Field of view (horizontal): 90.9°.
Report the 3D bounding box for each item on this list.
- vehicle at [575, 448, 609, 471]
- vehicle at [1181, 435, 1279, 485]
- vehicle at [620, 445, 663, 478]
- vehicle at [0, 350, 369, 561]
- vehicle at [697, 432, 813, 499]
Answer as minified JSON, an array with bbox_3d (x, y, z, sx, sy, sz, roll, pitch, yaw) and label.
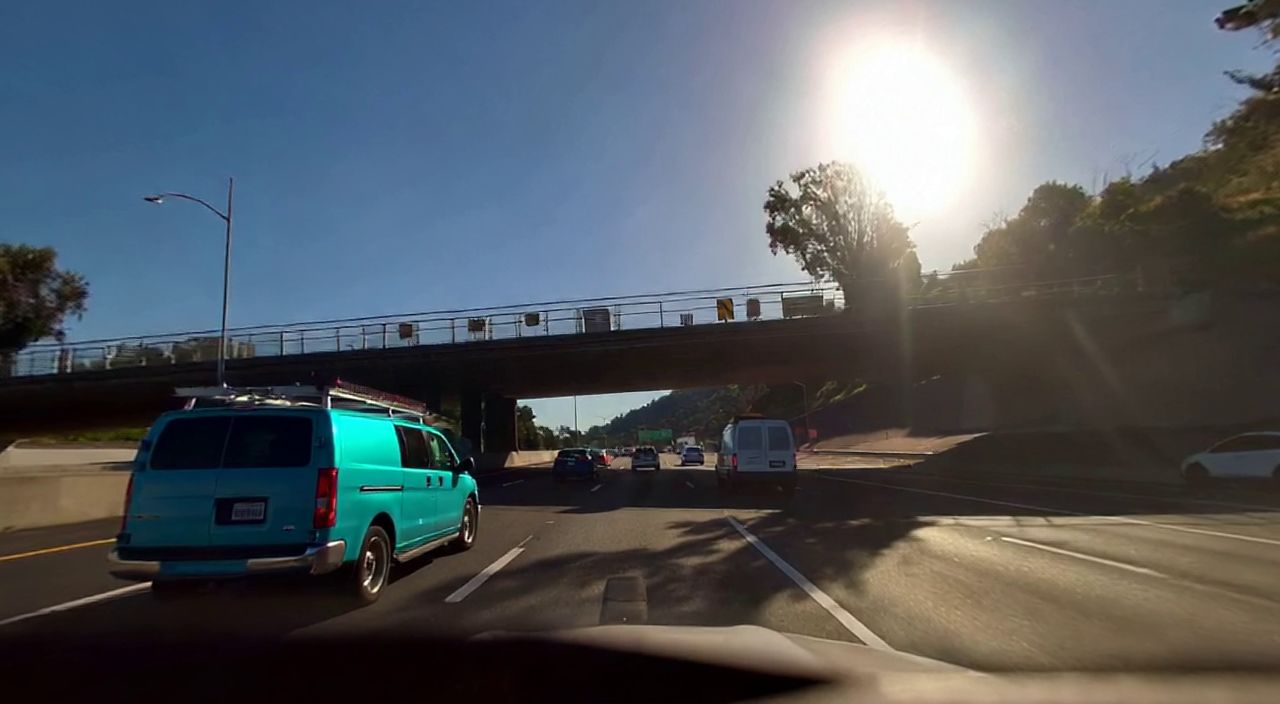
[{"bbox_3d":[-3.286,7.495,44.193,1.970,1.483,4.071,0,-9,1],"label":"vehicle"},{"bbox_3d":[23.286,3.998,23.363,1.982,1.748,4.713,2,-9,-6],"label":"vehicle"},{"bbox_3d":[0.084,5.731,33.401,2.115,1.617,4.102,0,-9,1],"label":"vehicle"},{"bbox_3d":[-7.526,1.800,11.404,2.336,2.708,6.421,0,-9,0],"label":"vehicle"},{"bbox_3d":[3.581,3.697,21.095,2.777,1.895,5.710,0,-9,0],"label":"vehicle"}]
